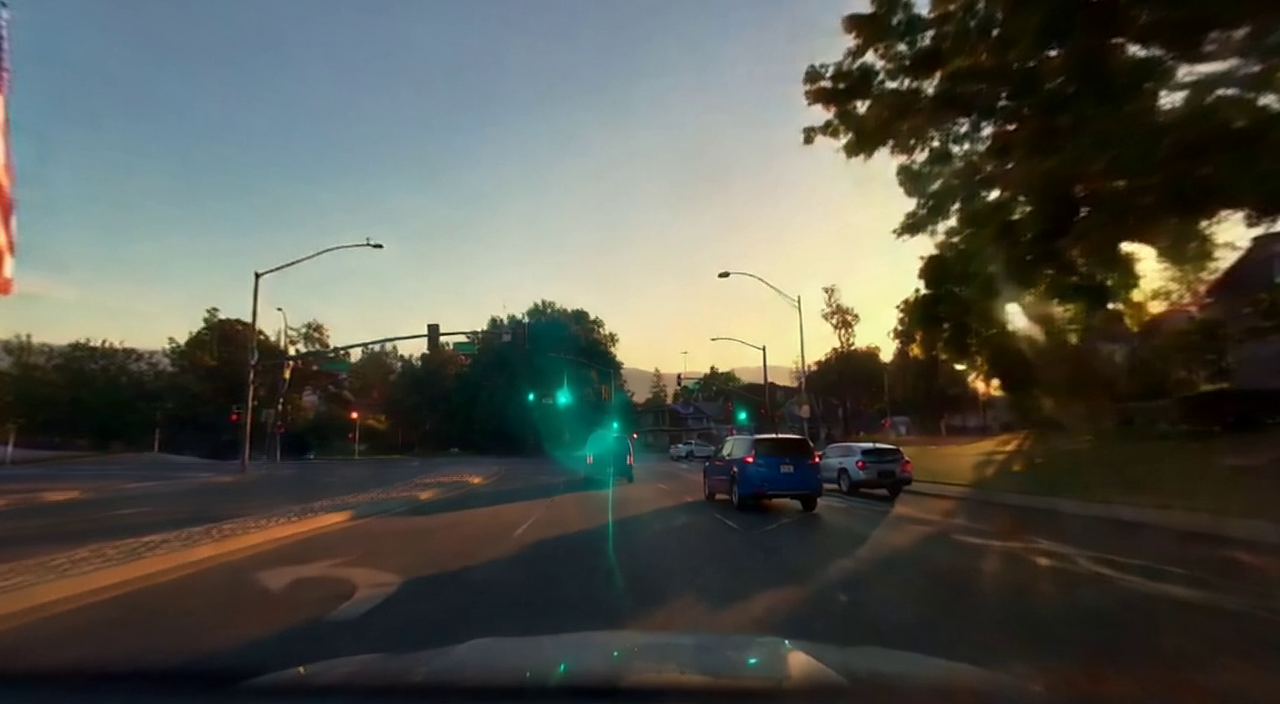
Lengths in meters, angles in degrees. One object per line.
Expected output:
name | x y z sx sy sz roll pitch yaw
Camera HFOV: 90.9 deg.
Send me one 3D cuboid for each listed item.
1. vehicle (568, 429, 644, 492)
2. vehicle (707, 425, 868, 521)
vehicle | -1.241 3.515 20.761 2.185 1.822 4.583 1 -9 -7
vehicle | 2.909 2.517 13.654 2.024 1.686 4.588 0 -9 -5
